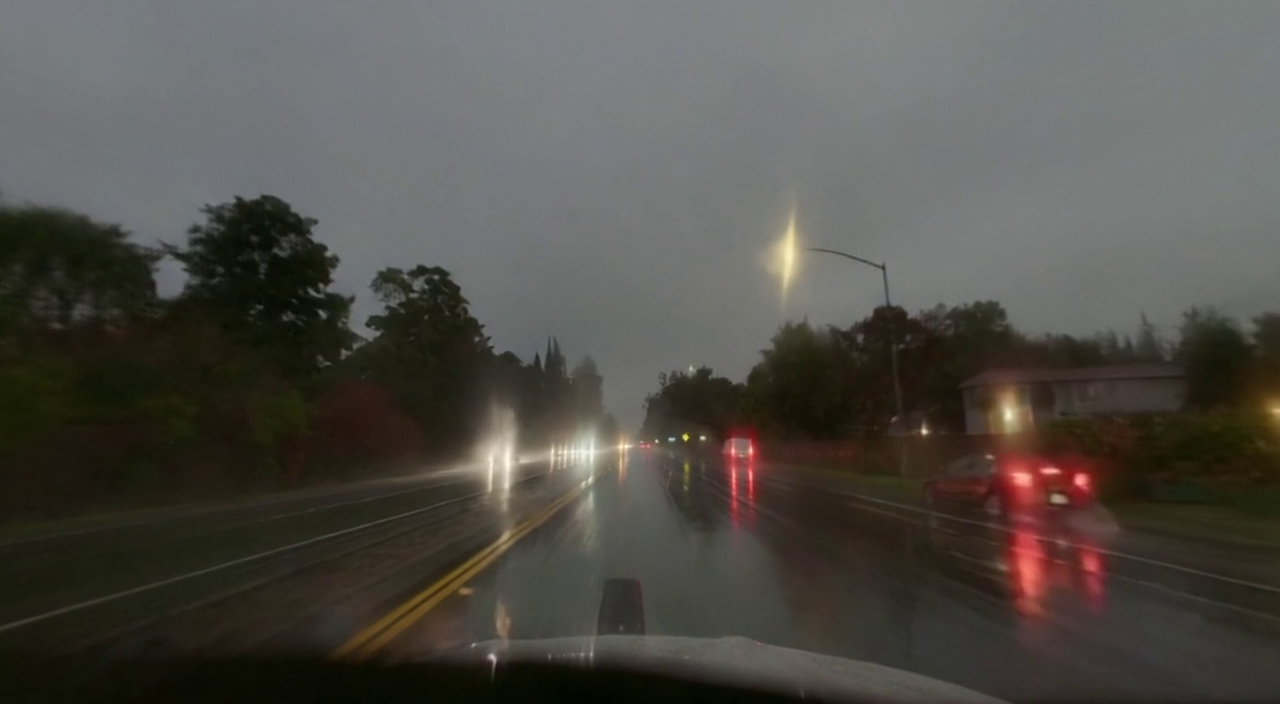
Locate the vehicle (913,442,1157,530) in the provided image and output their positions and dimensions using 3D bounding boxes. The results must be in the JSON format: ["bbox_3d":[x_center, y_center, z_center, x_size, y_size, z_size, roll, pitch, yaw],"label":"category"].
[{"bbox_3d":[7.609,2.585,12.913,1.967,1.449,4.645,0,-8,0],"label":"vehicle"}]

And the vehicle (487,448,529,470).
[{"bbox_3d":[-9.662,7.886,46.631,2.061,1.490,4.637,0,-8,1],"label":"vehicle"}]
